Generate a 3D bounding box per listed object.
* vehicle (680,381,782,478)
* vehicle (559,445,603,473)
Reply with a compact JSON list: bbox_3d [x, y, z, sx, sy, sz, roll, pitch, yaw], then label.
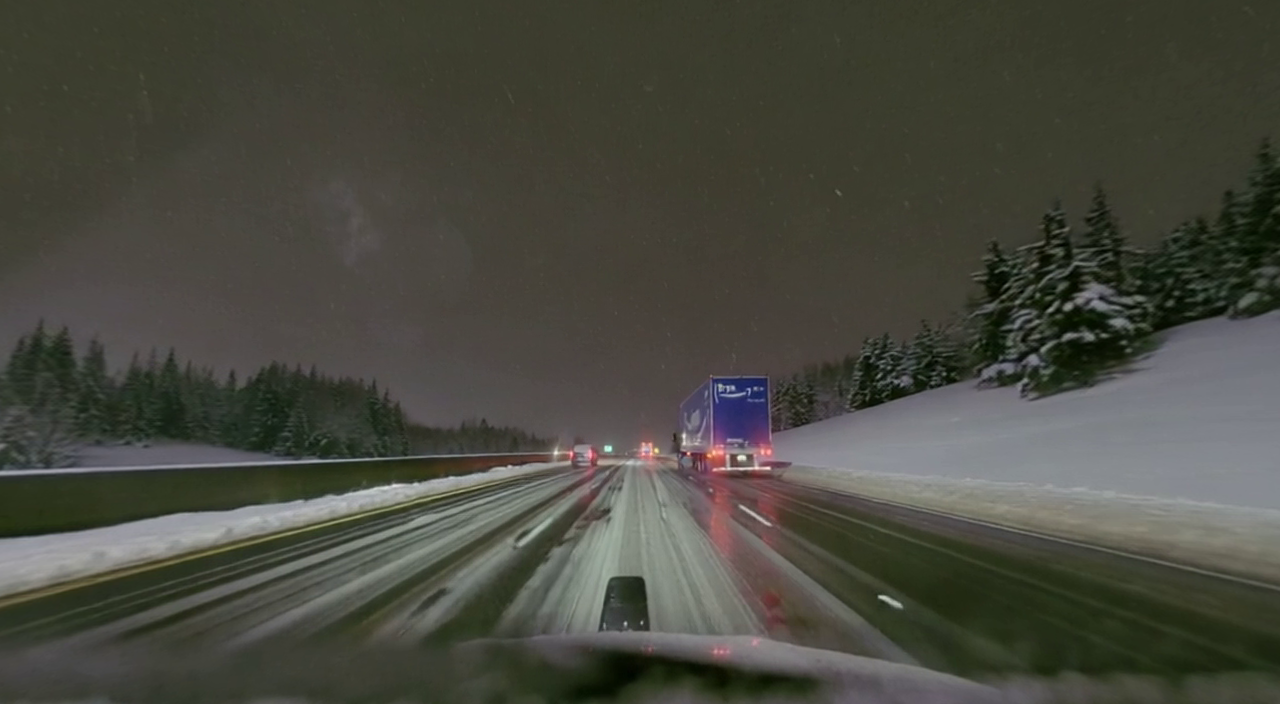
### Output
[{"bbox_3d":[4.330,4.475,34.639,2.928,4.021,17.190,0,-8,0],"label":"vehicle"},{"bbox_3d":[-3.463,6.420,37.797,2.200,1.562,4.959,0,-9,0],"label":"vehicle"}]
